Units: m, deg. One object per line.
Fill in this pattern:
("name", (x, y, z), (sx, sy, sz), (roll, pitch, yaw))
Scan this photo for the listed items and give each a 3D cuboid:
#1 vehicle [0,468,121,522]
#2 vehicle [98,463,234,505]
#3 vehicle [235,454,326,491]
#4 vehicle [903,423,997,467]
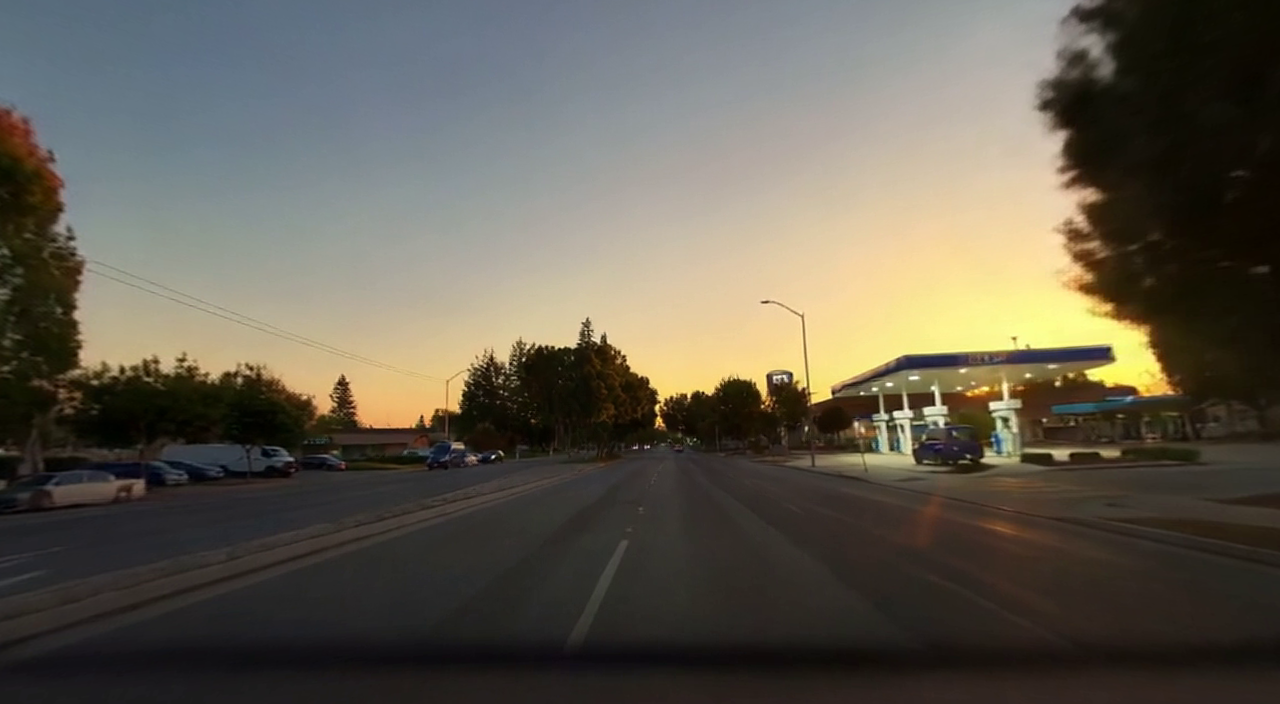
("vehicle", (-20.220, 4.652, 20.868), (1.924, 1.479, 4.706), (-1, -9, 4))
("vehicle", (-19.855, 5.508, 26.776), (1.787, 1.471, 4.709), (-1, -9, 6))
("vehicle", (-19.510, 6.503, 34.558), (1.988, 1.785, 4.802), (-1, -9, 2))
("vehicle", (14.472, 4.414, 29.871), (2.108, 1.877, 4.807), (-1, -9, 2))
